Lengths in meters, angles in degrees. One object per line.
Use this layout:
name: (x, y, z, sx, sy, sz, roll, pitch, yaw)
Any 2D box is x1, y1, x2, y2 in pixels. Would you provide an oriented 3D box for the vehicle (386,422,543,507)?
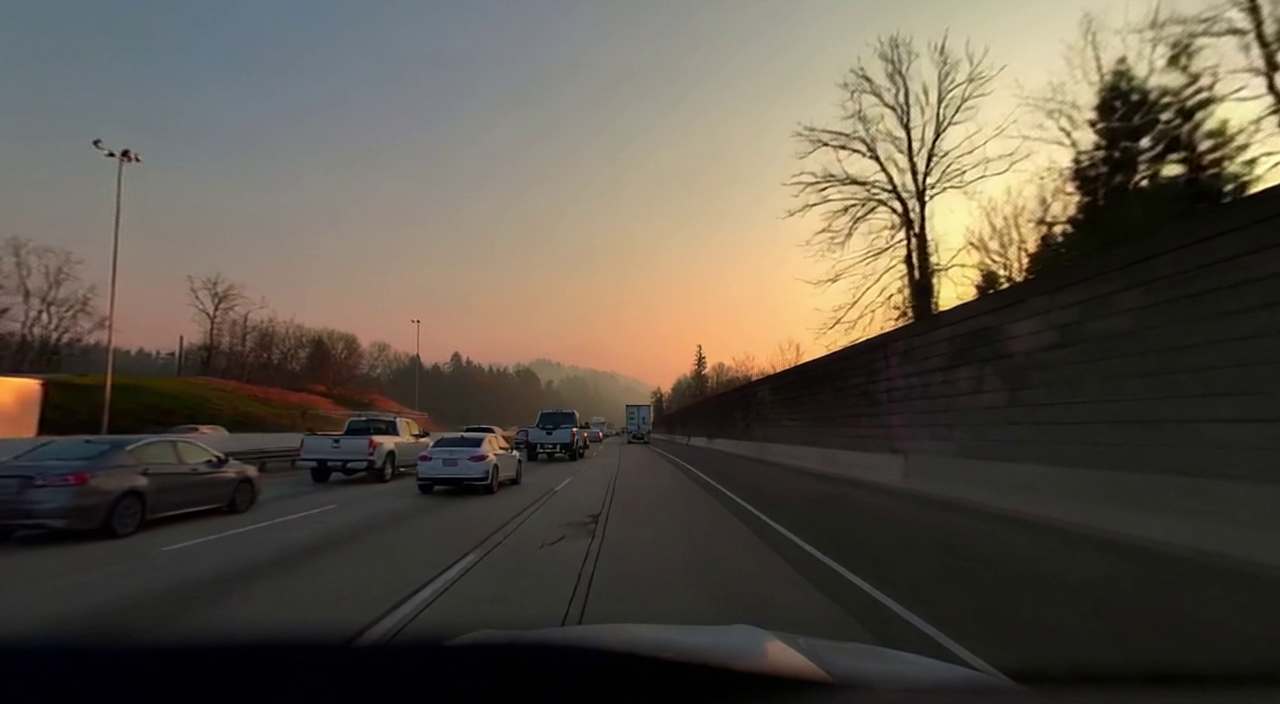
vehicle: (-3.406, 2.262, 13.167, 2.089, 1.485, 4.153, 0, -8, 0)

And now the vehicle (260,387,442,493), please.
vehicle: (-7.621, 2.429, 17.532, 2.386, 2.435, 5.831, 0, -8, -2)

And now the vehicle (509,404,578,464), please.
vehicle: (-4.362, 3.826, 29.364, 2.427, 2.514, 5.159, 0, -8, 0)

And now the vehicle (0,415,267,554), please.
vehicle: (-7.600, 1.761, 9.105, 1.957, 1.545, 3.971, 0, -8, 0)
